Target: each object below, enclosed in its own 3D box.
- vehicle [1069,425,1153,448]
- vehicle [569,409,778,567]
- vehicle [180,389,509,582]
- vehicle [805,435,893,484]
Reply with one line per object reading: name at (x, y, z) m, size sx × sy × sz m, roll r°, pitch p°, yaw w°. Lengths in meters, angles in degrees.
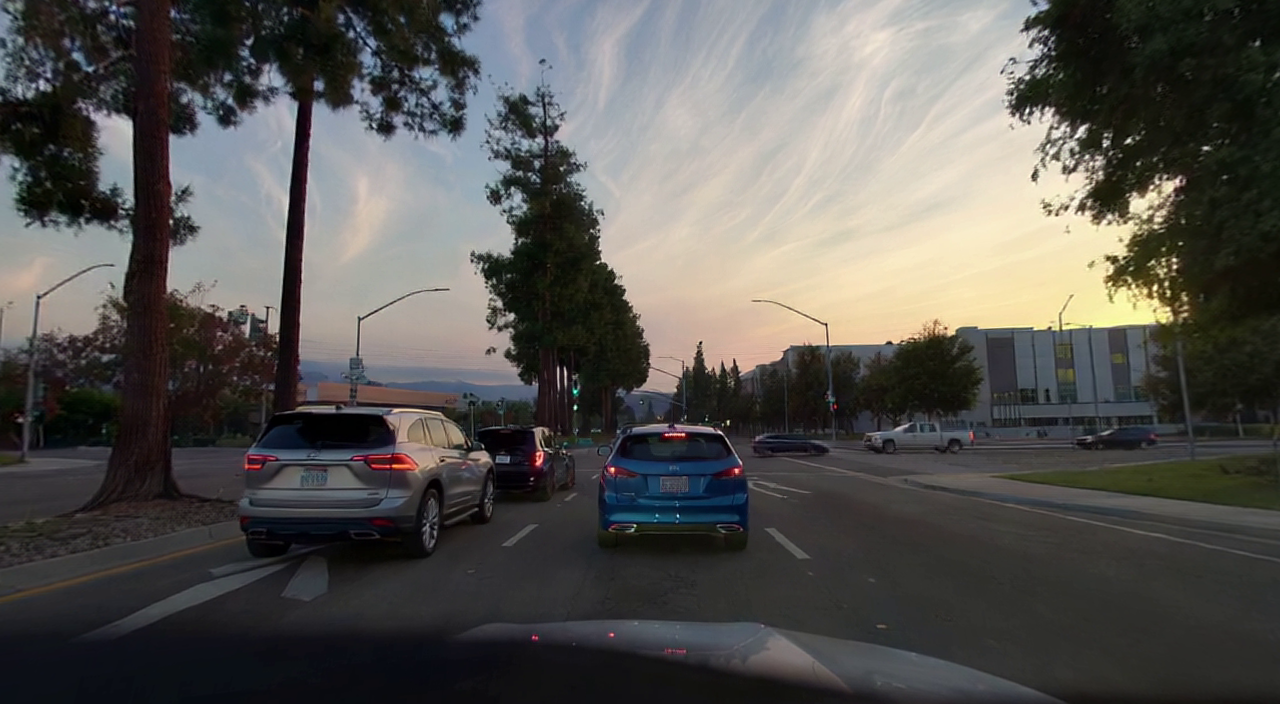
vehicle at (34.118, 6.167, 45.754) m, size 4.632 × 1.580 × 1.801 m, roll -5°, pitch -10°, yaw 31°
vehicle at (0.384, 1.746, 8.776) m, size 2.189 × 1.649 × 4.171 m, roll 0°, pitch -8°, yaw 1°
vehicle at (-3.251, 1.580, 8.197) m, size 2.085 × 1.812 × 4.388 m, roll 0°, pitch -8°, yaw 1°
vehicle at (7.440, 3.855, 22.907) m, size 2.067 × 1.599 × 4.251 m, roll -1°, pitch -8°, yaw 5°
